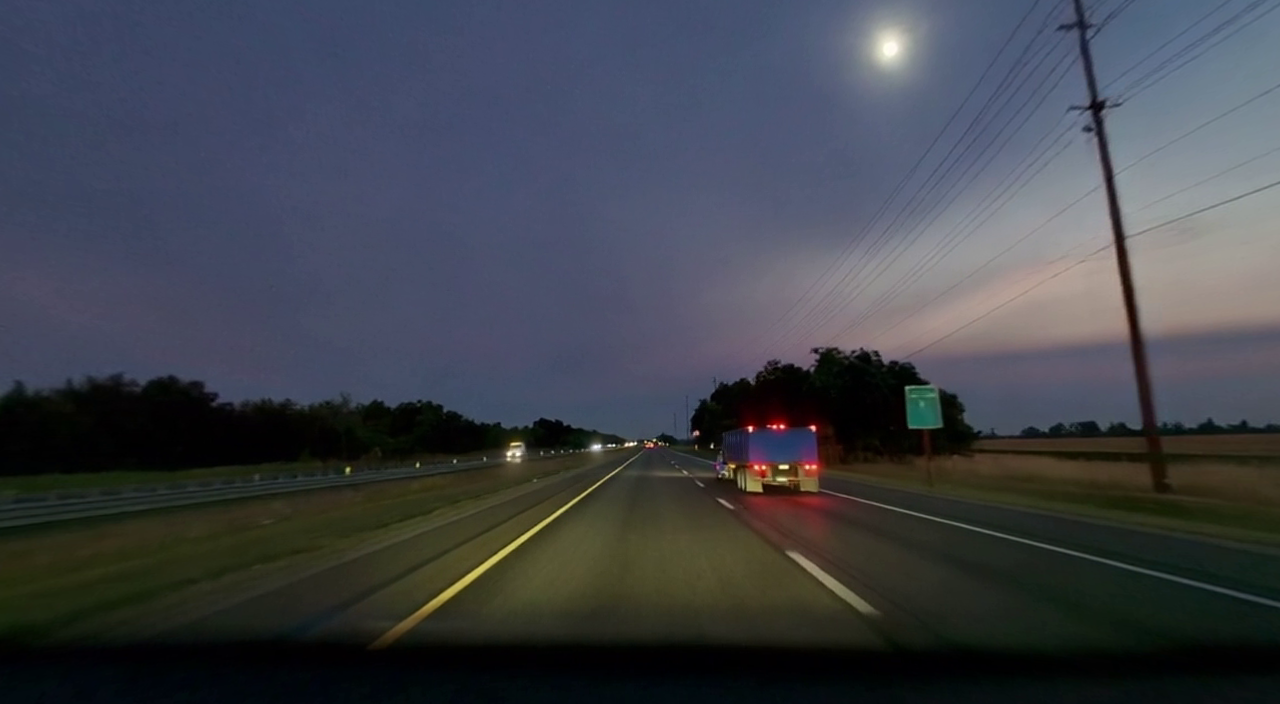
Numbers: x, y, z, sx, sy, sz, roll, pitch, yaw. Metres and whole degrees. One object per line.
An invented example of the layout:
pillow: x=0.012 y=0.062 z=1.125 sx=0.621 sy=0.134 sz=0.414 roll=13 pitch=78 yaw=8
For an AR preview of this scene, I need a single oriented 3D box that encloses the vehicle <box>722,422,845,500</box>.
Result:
vehicle: x=3.787 y=3.009 z=17.815 sx=2.228 sy=1.852 sz=5.449 roll=0 pitch=-8 yaw=0
